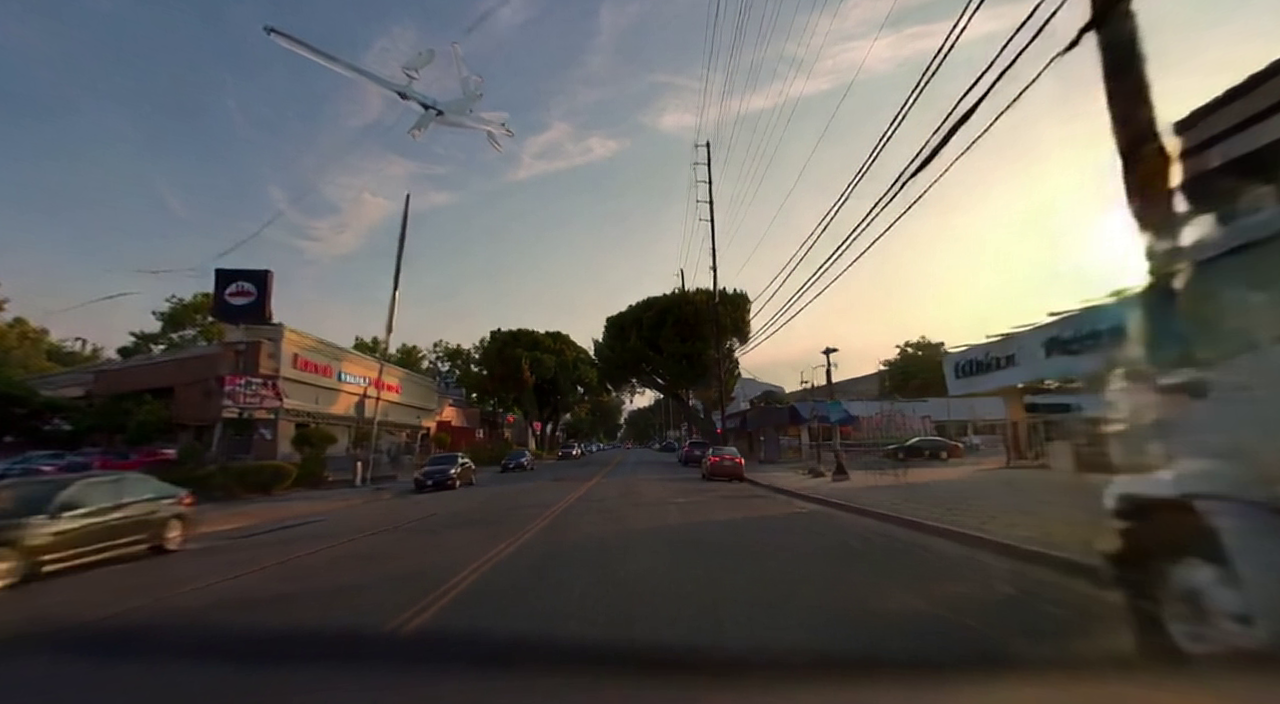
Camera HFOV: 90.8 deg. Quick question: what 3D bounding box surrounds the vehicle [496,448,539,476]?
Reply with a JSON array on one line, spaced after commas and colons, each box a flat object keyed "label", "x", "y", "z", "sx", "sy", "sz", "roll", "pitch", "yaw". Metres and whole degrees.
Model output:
[{"label": "vehicle", "x": -7.850, "y": 7.066, "z": 40.838, "sx": 1.872, "sy": 1.455, "sz": 4.350, "roll": -3, "pitch": -8, "yaw": 0}]

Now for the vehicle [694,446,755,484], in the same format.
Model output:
[{"label": "vehicle", "x": 3.625, "y": 4.916, "z": 27.923, "sx": 1.990, "sy": 1.521, "sz": 4.693, "roll": 0, "pitch": -8, "yaw": 0}]

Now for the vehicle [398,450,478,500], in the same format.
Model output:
[{"label": "vehicle", "x": -7.816, "y": 4.745, "z": 24.788, "sx": 1.787, "sy": 1.543, "sz": 4.052, "roll": -3, "pitch": -7, "yaw": 0}]

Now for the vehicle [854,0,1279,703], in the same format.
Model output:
[{"label": "vehicle", "x": 3.884, "y": 0.121, "z": 1.889, "sx": 3.011, "sy": 3.127, "sz": 8.608, "roll": -3, "pitch": -7, "yaw": -3}]

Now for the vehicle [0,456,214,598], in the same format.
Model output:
[{"label": "vehicle", "x": -7.880, "y": 2.241, "z": 8.531, "sx": 1.678, "sy": 1.468, "sz": 3.706, "roll": -3, "pitch": -8, "yaw": 0}]
